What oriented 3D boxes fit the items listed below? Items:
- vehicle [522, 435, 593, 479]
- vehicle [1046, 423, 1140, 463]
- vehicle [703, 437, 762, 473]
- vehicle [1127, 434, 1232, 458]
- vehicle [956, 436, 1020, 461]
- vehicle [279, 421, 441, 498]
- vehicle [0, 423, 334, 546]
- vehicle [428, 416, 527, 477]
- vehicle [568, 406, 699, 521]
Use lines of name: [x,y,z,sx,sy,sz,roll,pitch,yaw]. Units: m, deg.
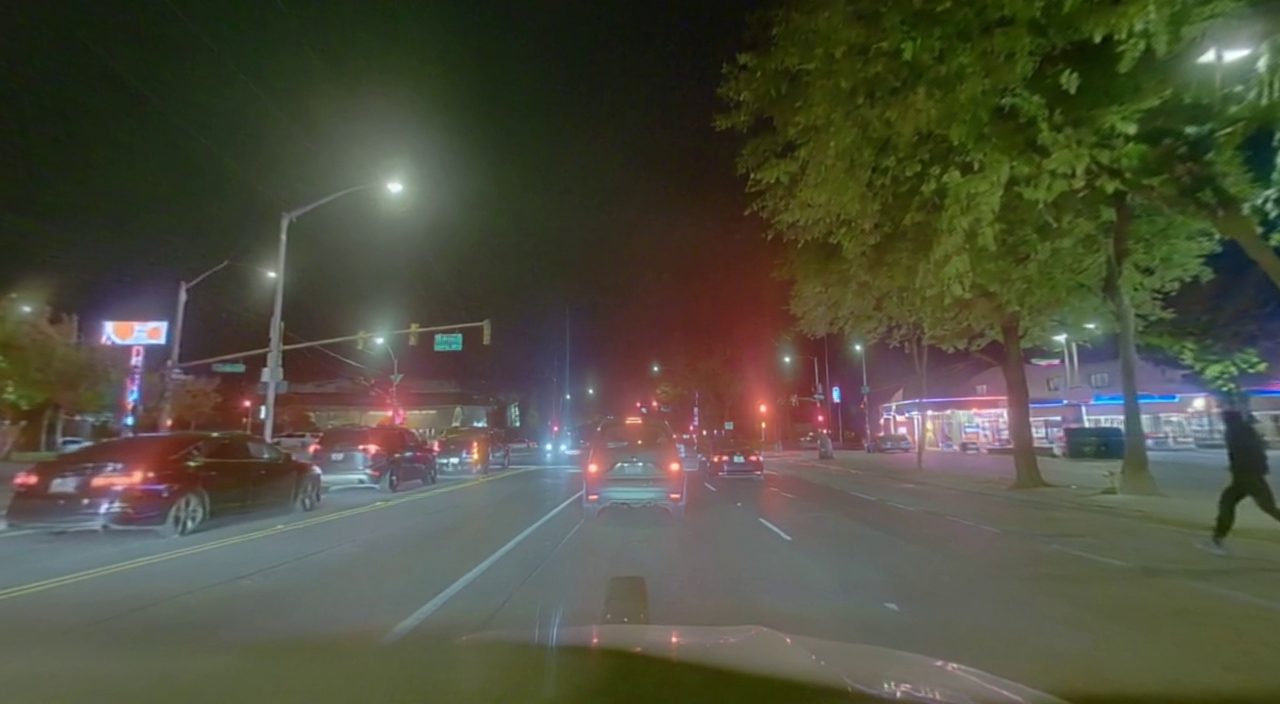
vehicle: [-2.950,3.844,23.331,1.894,1.461,4.080,0,-8,3]
vehicle: [19.847,3.977,27.589,4.156,1.622,1.924,6,-10,-34]
vehicle: [3.900,4.426,27.317,2.023,1.441,4.240,0,-8,2]
vehicle: [29.982,5.232,35.123,4.176,1.313,1.719,0,-8,3]
vehicle: [20.804,5.760,37.678,3.836,1.443,1.694,5,-10,-34]
vehicle: [-6.845,2.683,16.078,1.941,1.655,4.503,0,-8,2]
vehicle: [-6.800,1.917,9.806,1.831,1.451,4.382,0,-8,0]
vehicle: [-6.106,3.649,24.306,2.496,2.112,4.351,0,-8,2]
vehicle: [-0.098,2.083,12.208,2.064,1.817,4.298,0,-8,0]
